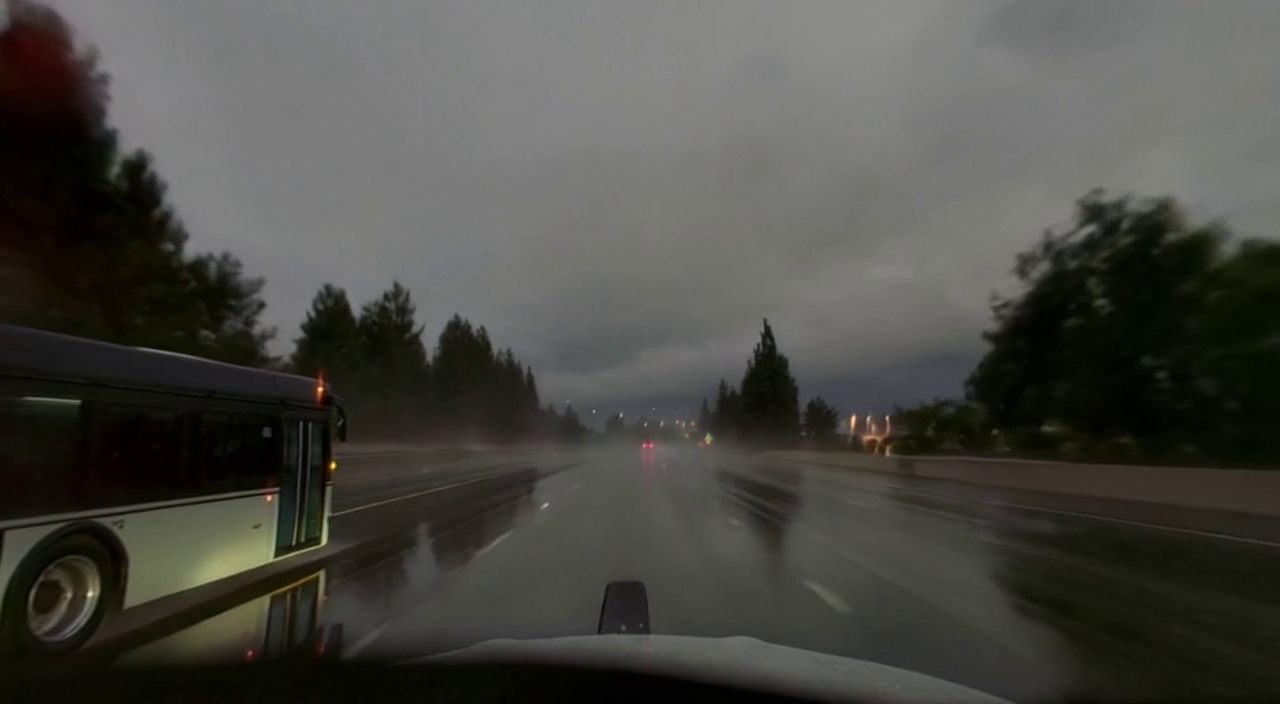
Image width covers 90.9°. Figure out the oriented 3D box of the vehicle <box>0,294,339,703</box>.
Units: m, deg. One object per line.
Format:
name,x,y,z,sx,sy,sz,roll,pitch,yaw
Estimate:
vehicle,-4.097,0.818,3.599,2.127,1.985,5.205,-1,-8,1
